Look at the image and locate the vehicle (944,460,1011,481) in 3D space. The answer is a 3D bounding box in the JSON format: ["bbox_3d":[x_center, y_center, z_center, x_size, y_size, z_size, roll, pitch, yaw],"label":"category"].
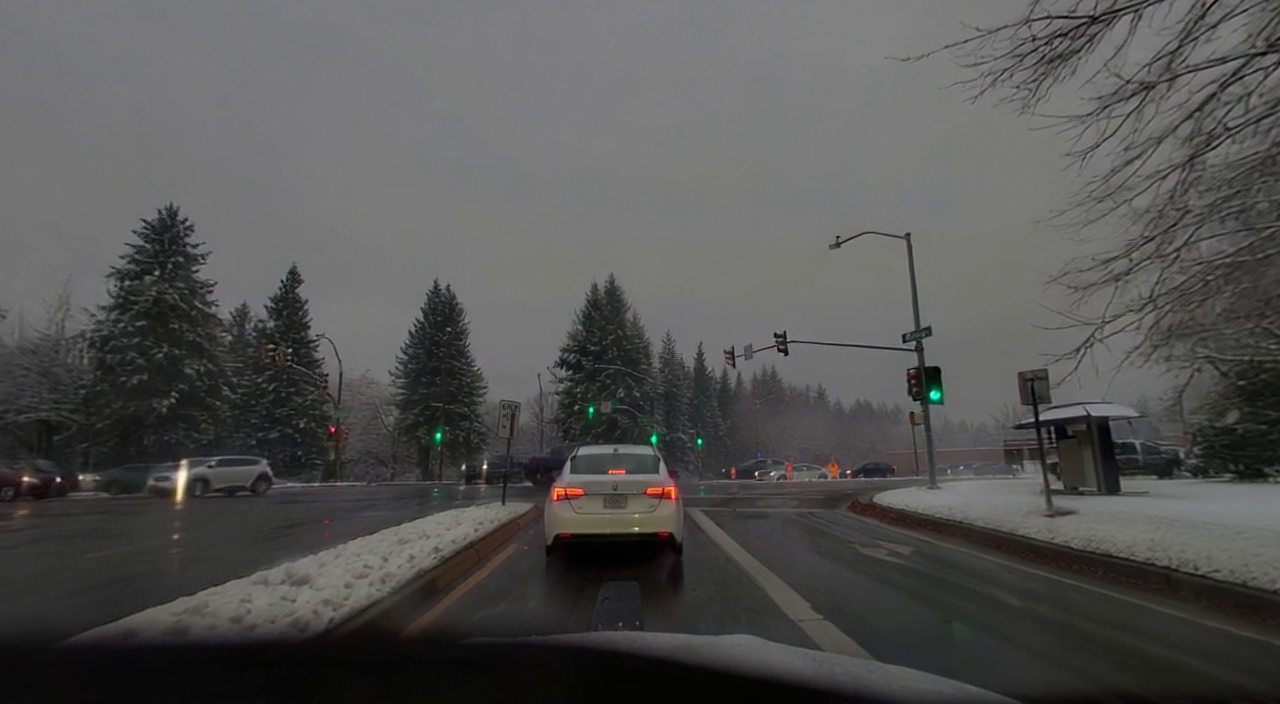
[{"bbox_3d":[25.930,9.084,48.586,4.358,1.471,1.875,2,-9,-16],"label":"vehicle"}]

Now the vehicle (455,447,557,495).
[{"bbox_3d":[-5.663,4.886,26.334,2.175,1.789,4.355,8,-12,-42],"label":"vehicle"}]

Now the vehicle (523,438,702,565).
[{"bbox_3d":[-0.370,2.090,9.669,2.112,1.479,4.264,0,-9,-1],"label":"vehicle"}]

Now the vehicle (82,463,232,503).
[{"bbox_3d":[-20.085,5.448,26.498,4.548,1.449,1.802,2,-9,-13],"label":"vehicle"}]

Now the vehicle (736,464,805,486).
[{"bbox_3d":[9.064,8.532,43.891,4.254,1.359,1.895,2,-9,-16],"label":"vehicle"}]

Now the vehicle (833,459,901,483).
[{"bbox_3d":[16.479,8.615,45.895,4.337,1.637,1.860,2,-9,-16],"label":"vehicle"}]
